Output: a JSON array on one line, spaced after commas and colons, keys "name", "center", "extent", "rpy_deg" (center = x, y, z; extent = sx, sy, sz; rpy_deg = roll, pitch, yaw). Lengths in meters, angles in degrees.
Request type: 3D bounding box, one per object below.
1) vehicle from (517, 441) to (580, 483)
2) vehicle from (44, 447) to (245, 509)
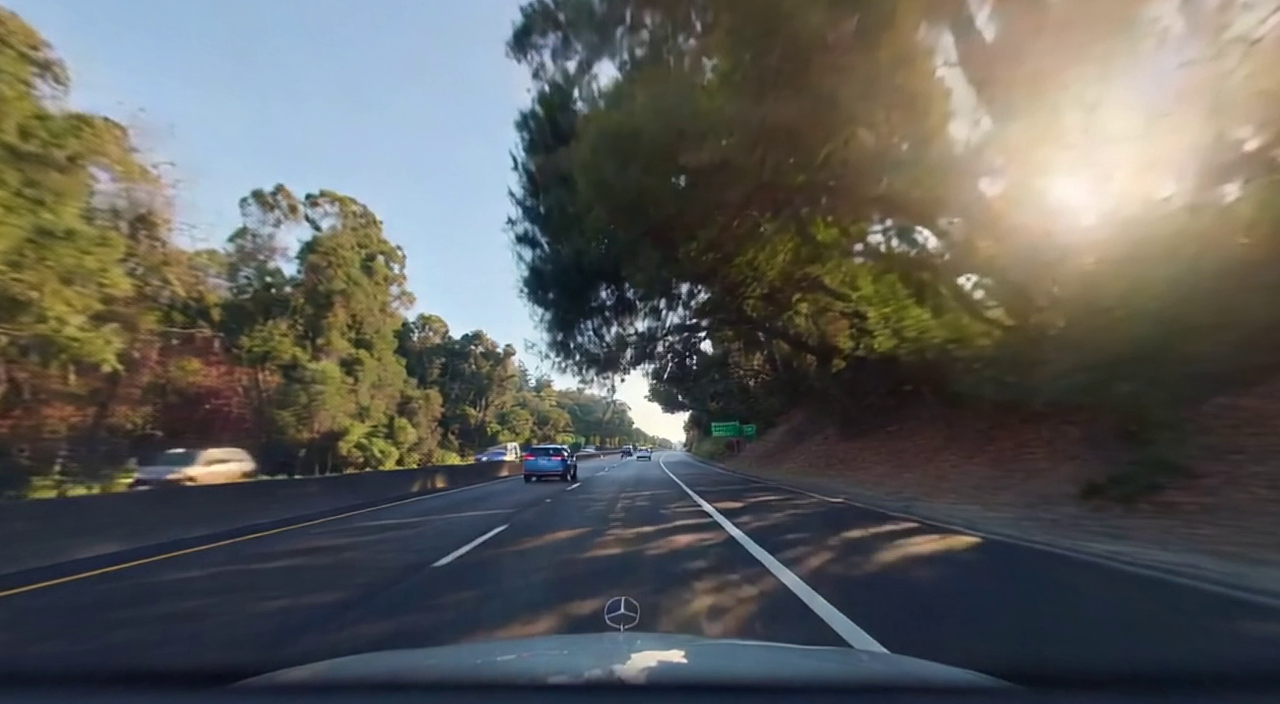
[{"name": "vehicle", "center": [-4.004, 4.902, 28.493], "extent": [2.110, 1.727, 4.607], "rpy_deg": [0, -9, 1]}, {"name": "vehicle", "center": [-13.171, 3.331, 17.200], "extent": [1.954, 1.462, 4.239], "rpy_deg": [0, -9, 1]}]
